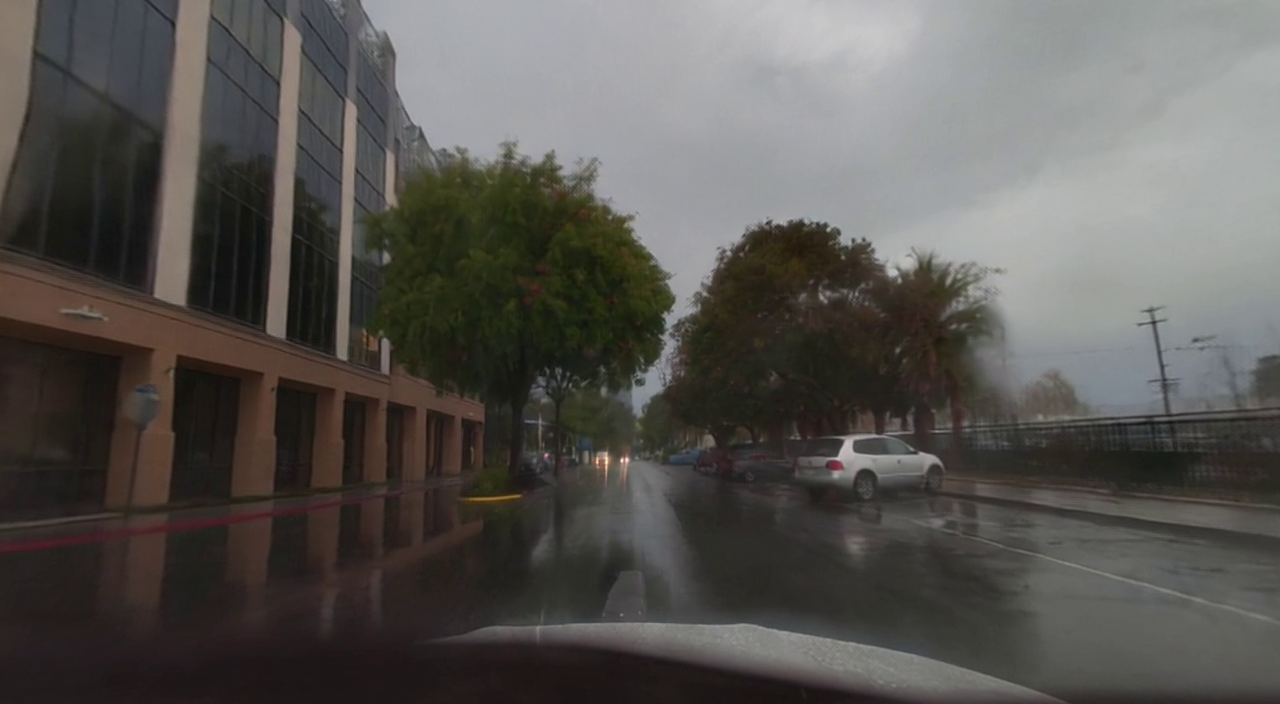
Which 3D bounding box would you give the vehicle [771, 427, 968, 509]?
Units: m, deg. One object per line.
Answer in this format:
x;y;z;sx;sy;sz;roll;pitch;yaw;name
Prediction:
6.409;3.118;17.582;5.061;1.829;2.274;2;-9;-29;vehicle

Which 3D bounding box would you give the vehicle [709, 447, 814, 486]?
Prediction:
5.008;4.656;26.042;3.752;1.494;2.083;5;-10;-30;vehicle

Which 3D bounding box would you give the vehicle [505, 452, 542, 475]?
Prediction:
-9.041;8.692;49.507;2.172;1.707;4.273;0;-9;-1;vehicle
